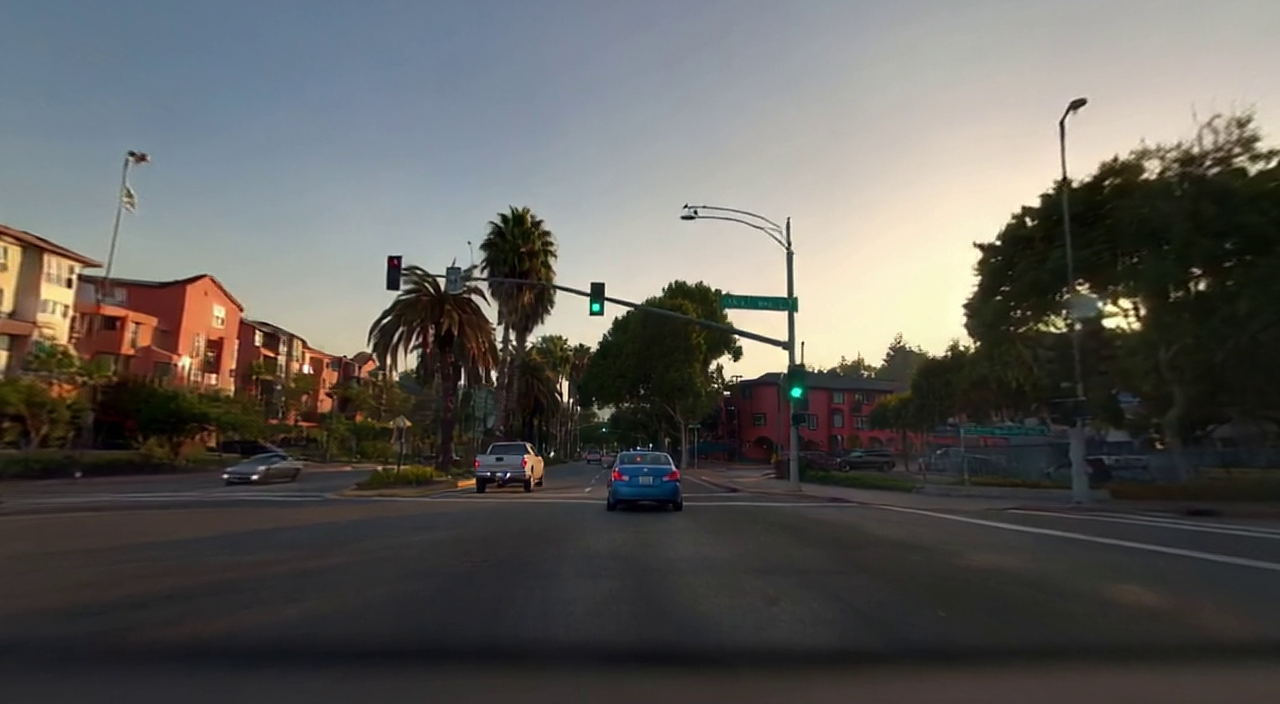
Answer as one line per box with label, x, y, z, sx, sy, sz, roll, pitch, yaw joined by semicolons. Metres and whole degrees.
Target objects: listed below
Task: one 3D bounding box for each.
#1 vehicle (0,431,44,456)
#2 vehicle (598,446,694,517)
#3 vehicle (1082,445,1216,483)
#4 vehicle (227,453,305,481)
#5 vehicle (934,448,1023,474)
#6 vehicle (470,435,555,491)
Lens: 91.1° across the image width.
vehicle;-43.260;6.176;42.540;1.738;1.593;3.979;3;-10;-3
vehicle;0.079;3.197;16.039;2.122;1.562;4.152;0;-9;-2
vehicle;23.653;5.175;29.308;1.908;1.626;4.559;9;-12;-44
vehicle;-23.403;7.189;39.478;1.913;1.579;4.780;0;-9;0
vehicle;26.192;8.450;48.709;5.602;1.903;2.128;0;-9;1
vehicle;-5.176;4.631;26.519;2.447;2.062;5.911;0;-9;-1
